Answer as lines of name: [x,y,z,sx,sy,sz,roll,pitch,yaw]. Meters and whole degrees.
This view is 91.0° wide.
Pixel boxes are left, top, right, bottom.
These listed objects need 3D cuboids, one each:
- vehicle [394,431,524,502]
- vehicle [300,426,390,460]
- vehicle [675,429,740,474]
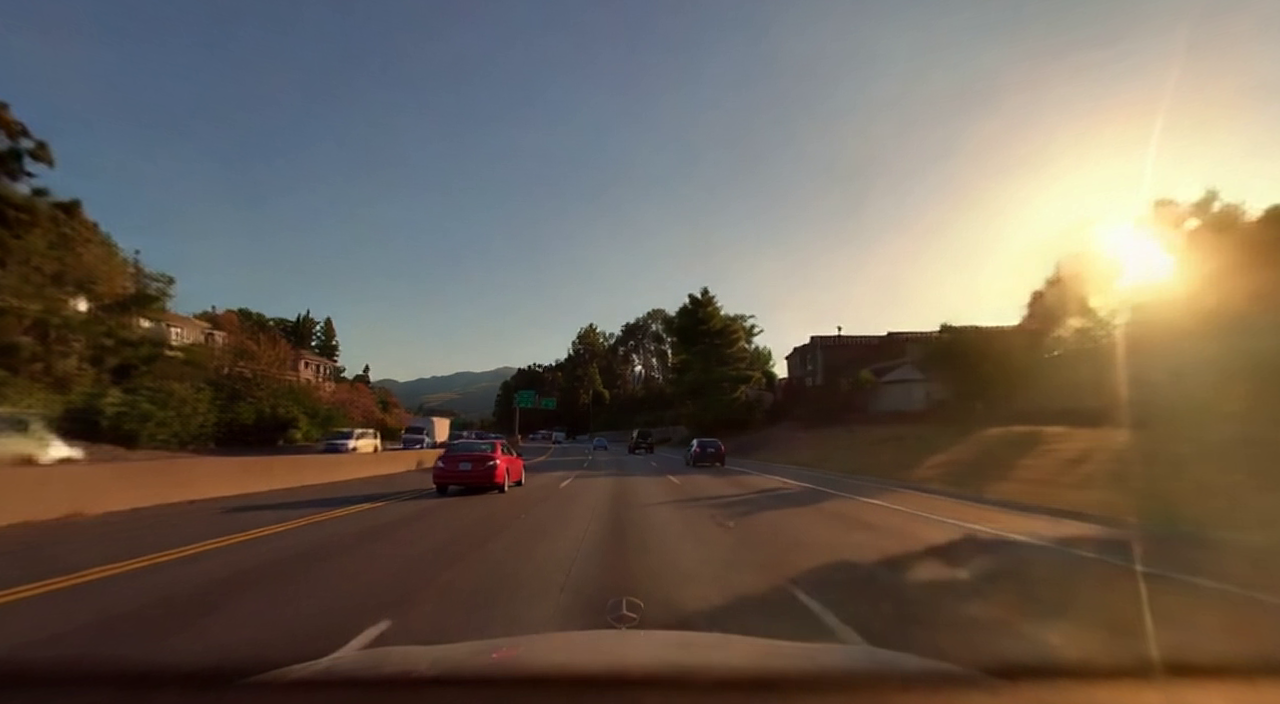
vehicle: [-4.363,2.824,15.990,2.036,1.528,4.400,0,-8,-1]
vehicle: [-17.449,5.432,37.673,2.878,1.844,5.557,1,-9,-3]
vehicle: [2.712,4.141,26.341,2.092,1.686,4.188,1,-9,-3]
